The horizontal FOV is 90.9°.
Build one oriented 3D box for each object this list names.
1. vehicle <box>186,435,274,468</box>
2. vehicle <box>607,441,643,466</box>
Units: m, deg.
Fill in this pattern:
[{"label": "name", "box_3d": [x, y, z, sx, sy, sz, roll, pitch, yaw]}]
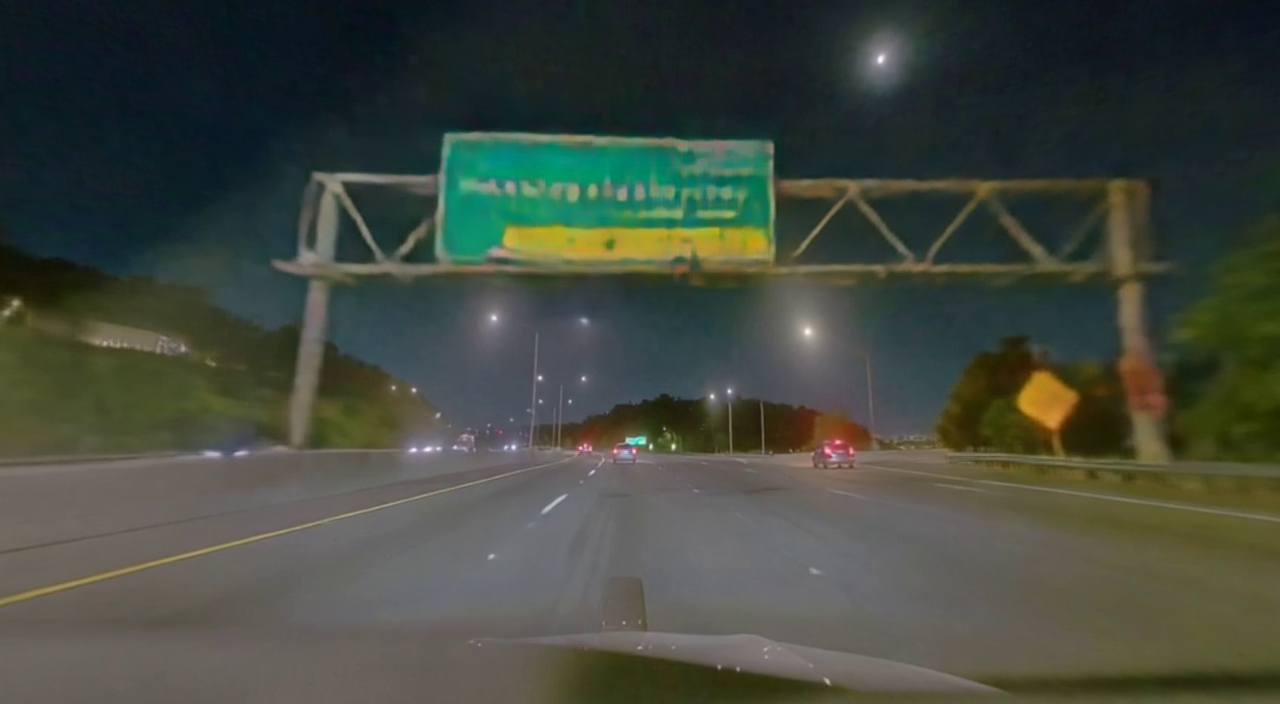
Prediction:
[{"label": "vehicle", "box_3d": [-22.150, 5.360, 34.287, 1.866, 1.656, 4.360, 0, -8, -1]}, {"label": "vehicle", "box_3d": [-1.009, 6.493, 40.614, 2.193, 1.497, 4.337, 0, -8, -2]}]
